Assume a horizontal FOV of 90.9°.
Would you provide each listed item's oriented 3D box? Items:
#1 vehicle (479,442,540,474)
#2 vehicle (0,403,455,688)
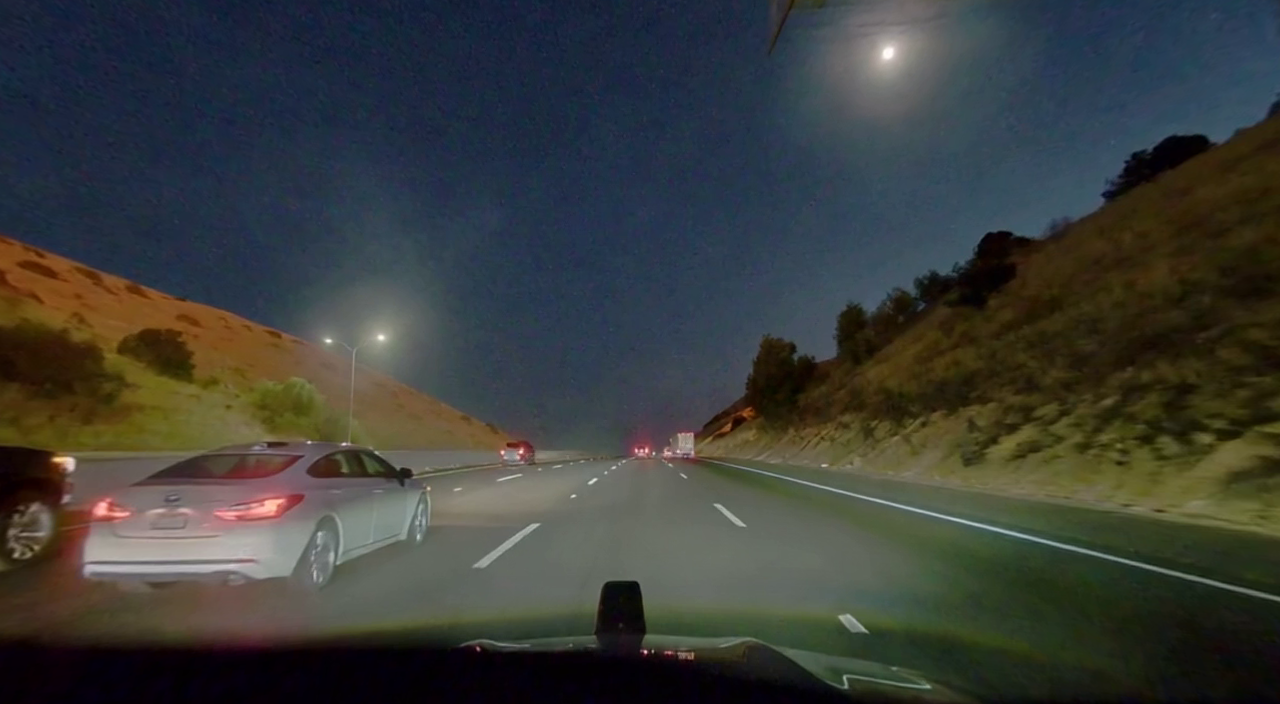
[{"bbox_3d":[-6.800,5.576,33.503,2.047,1.532,4.980,0,-8,1],"label":"vehicle"},{"bbox_3d":[-3.497,1.399,5.808,2.091,1.552,4.516,0,-8,2],"label":"vehicle"}]
